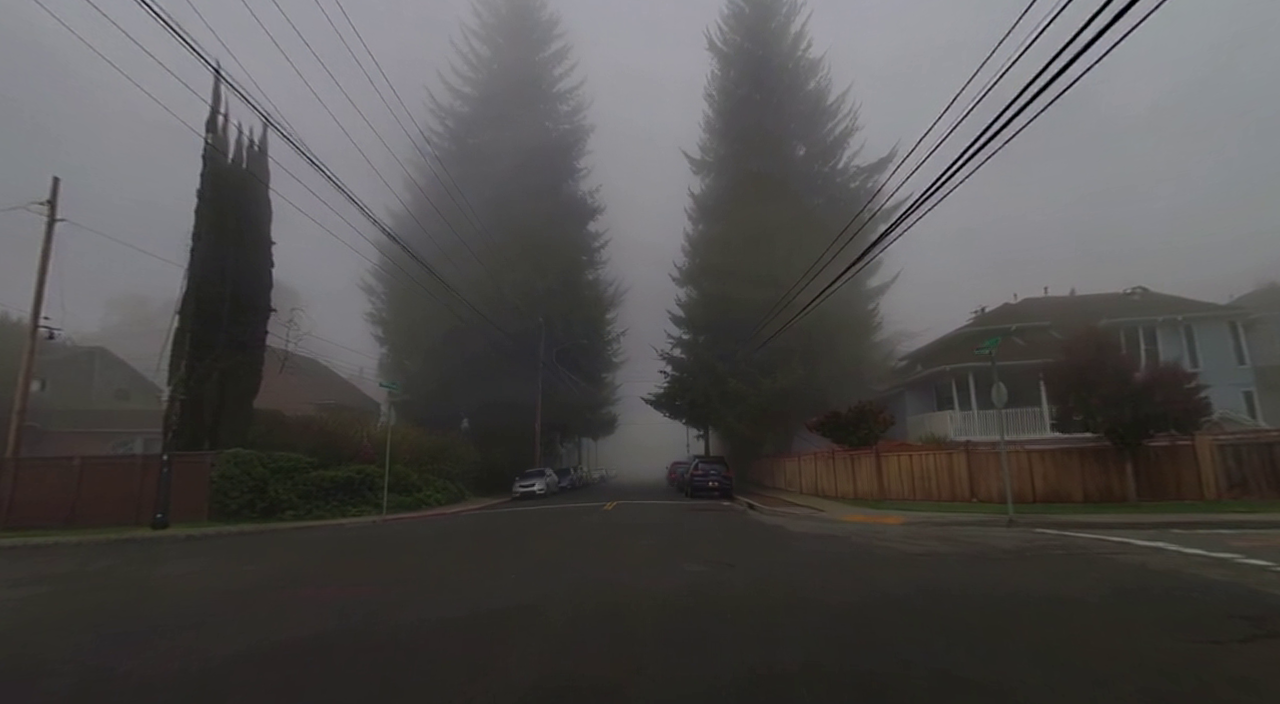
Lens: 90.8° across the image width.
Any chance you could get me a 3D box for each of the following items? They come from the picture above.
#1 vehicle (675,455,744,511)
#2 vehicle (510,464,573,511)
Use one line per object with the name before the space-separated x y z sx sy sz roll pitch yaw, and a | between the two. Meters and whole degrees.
vehicle | 2.606 5.031 24.754 2.051 1.874 4.459 1 -8 -2
vehicle | -4.283 5.964 28.267 2.189 1.771 4.571 0 -8 -2
